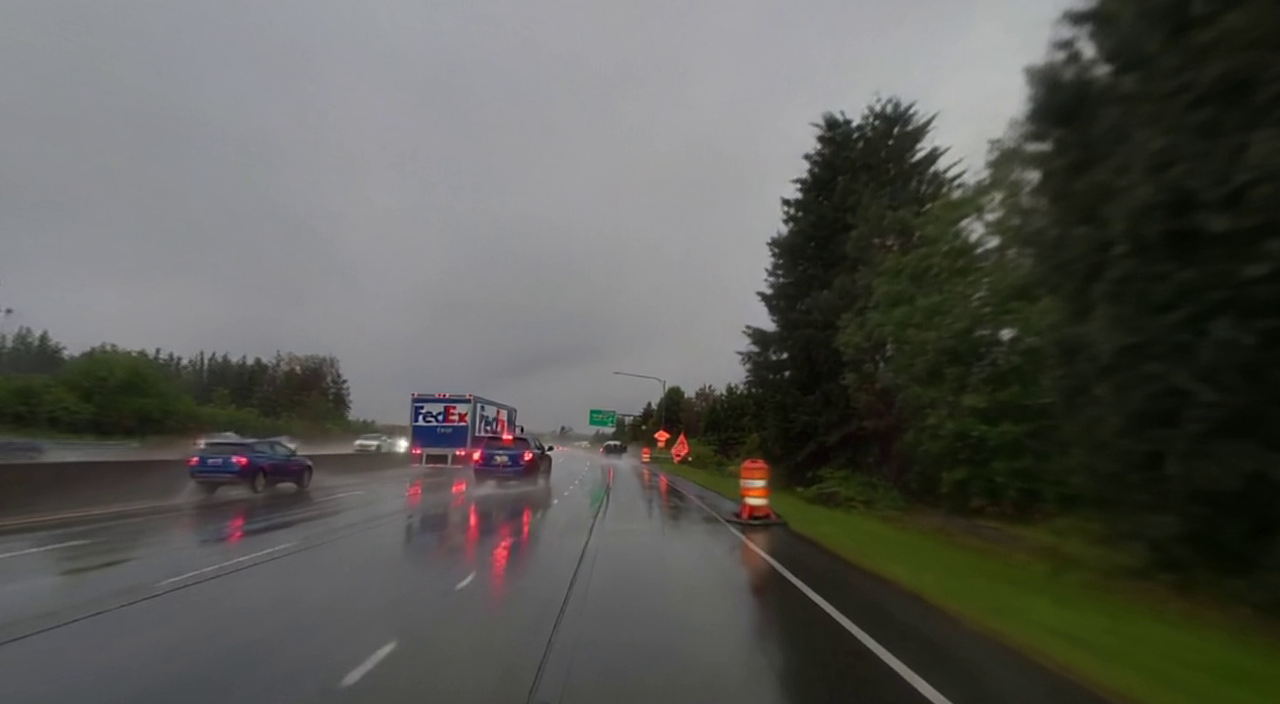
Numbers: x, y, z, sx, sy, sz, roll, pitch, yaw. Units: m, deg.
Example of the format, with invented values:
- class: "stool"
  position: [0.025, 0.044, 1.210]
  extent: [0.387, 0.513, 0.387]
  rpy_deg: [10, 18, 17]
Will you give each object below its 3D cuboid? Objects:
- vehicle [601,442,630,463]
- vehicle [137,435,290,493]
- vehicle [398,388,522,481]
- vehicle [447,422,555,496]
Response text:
- class: "vehicle"
  position: [-1.884, 7.474, 47.205]
  extent: [2.043, 1.489, 3.839]
  rpy_deg: [1, -9, -4]
- class: "vehicle"
  position: [-13.788, 3.627, 20.848]
  extent: [2.018, 1.668, 4.409]
  rpy_deg: [0, -8, -1]
- class: "vehicle"
  position: [-7.120, 3.538, 26.543]
  extent: [2.870, 3.266, 8.589]
  rpy_deg: [0, -8, -1]
- class: "vehicle"
  position: [-3.878, 3.090, 18.577]
  extent: [2.170, 1.886, 4.628]
  rpy_deg: [0, -8, -1]
